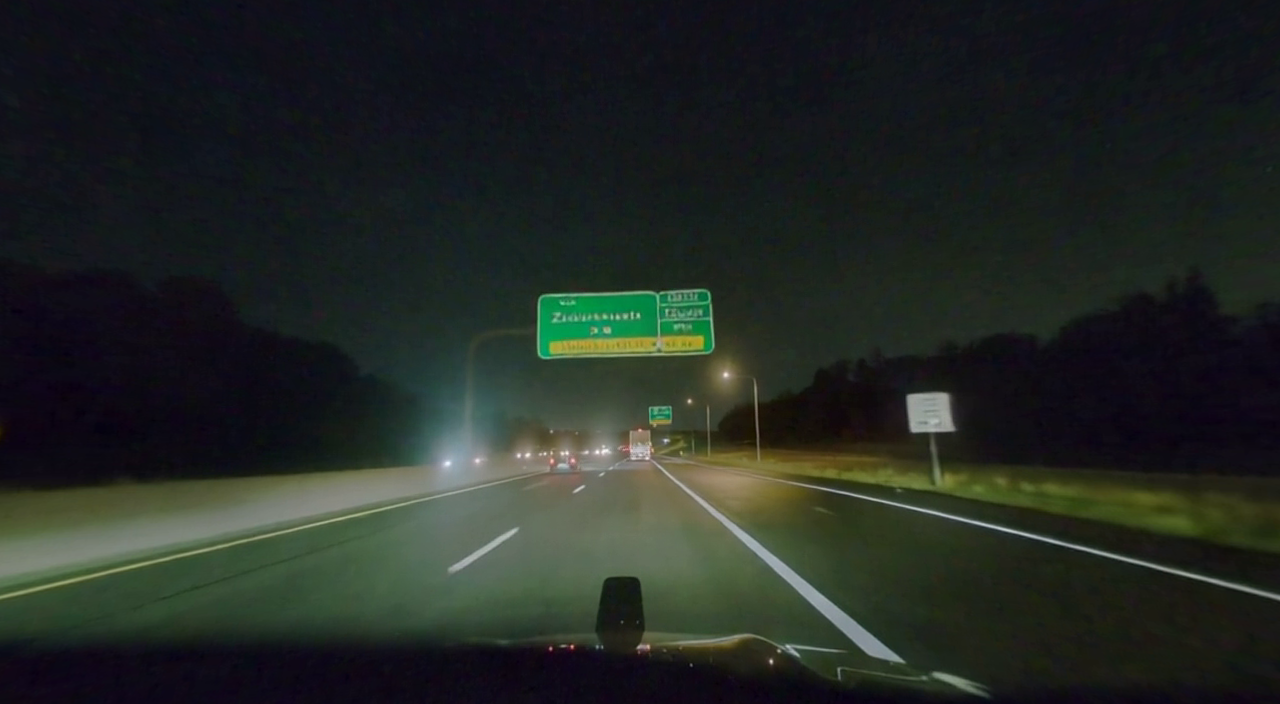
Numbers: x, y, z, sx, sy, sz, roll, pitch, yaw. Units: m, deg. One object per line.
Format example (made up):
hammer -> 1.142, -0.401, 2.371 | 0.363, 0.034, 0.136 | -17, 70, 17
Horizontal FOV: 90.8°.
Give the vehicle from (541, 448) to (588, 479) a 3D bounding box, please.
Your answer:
vehicle -> -3.799, 5.711, 32.507 | 1.886, 1.465, 4.119 | 0, -9, 0
